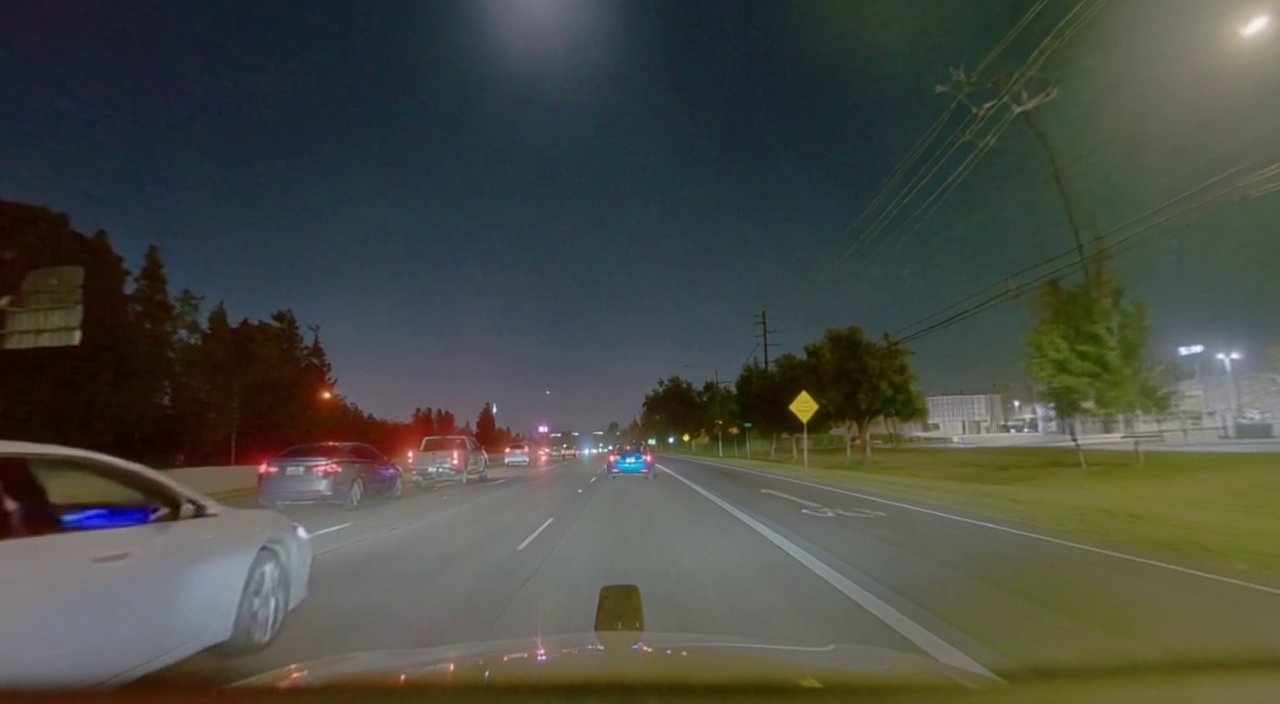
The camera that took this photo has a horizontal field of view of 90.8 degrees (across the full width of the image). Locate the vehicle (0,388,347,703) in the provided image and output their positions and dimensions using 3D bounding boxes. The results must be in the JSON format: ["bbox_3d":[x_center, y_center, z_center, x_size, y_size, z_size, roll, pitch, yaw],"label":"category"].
[{"bbox_3d":[-3.155,0.889,2.073,2.174,1.510,4.636,0,-9,0],"label":"vehicle"}]

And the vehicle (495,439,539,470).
[{"bbox_3d":[-7.381,6.205,38.385,1.914,1.756,4.179,0,-8,-1],"label":"vehicle"}]

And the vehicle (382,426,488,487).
[{"bbox_3d":[-7.094,3.694,22.545,2.144,1.905,4.967,0,-8,0],"label":"vehicle"}]

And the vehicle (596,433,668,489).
[{"bbox_3d":[-0.287,3.570,20.989,2.140,1.653,4.108,0,-9,-1],"label":"vehicle"}]
